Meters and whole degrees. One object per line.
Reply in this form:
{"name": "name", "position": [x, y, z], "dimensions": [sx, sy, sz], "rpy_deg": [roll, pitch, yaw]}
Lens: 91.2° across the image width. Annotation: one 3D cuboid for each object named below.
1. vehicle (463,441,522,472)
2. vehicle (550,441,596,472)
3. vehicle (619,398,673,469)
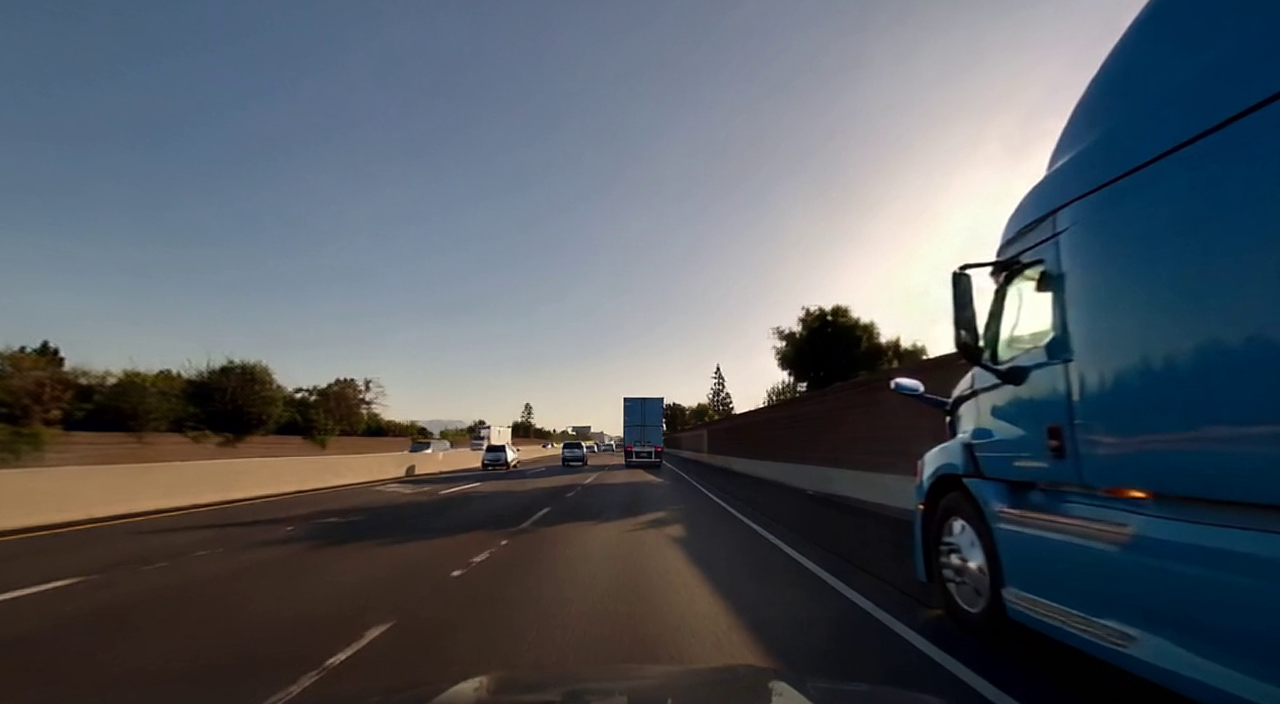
{"name": "vehicle", "position": [-7.712, 5.525, 33.185], "dimensions": [1.968, 1.507, 4.673], "rpy_deg": [0, -9, 1]}
{"name": "vehicle", "position": [-3.568, 5.658, 34.154], "dimensions": [2.006, 1.572, 4.082], "rpy_deg": [0, -9, 0]}
{"name": "vehicle", "position": [0.355, 5.543, 41.667], "dimensions": [3.123, 4.094, 10.812], "rpy_deg": [0, -9, 0]}
